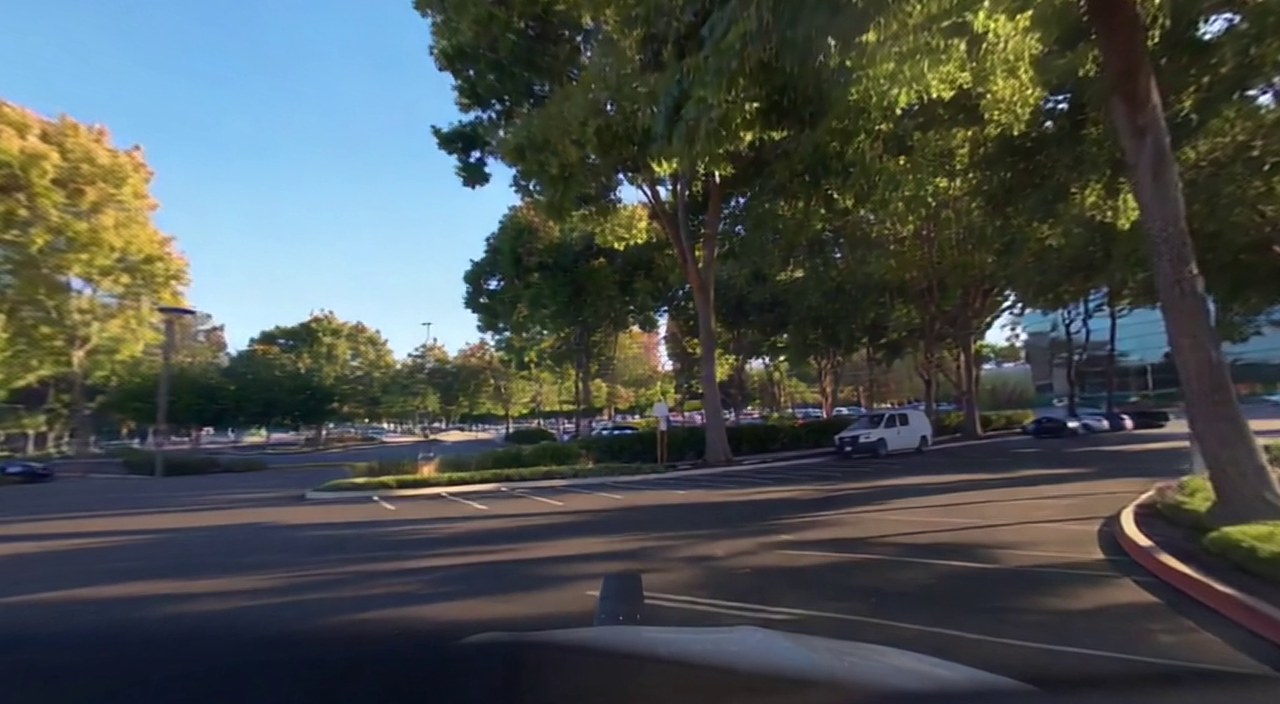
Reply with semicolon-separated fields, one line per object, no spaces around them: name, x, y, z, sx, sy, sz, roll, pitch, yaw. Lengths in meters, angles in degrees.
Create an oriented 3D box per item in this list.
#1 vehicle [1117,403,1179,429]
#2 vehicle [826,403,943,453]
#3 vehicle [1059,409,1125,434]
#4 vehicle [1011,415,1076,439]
vehicle;39.087;4.923;48.595;4.912;1.741;2.360;7;-8;-35
vehicle;11.739;3.687;30.207;5.547;2.193;2.433;6;-10;-34
vehicle;30.526;4.736;42.640;4.383;1.525;2.038;5;-9;-33
vehicle;25.187;4.655;39.407;3.630;1.191;1.938;4;-15;-34
